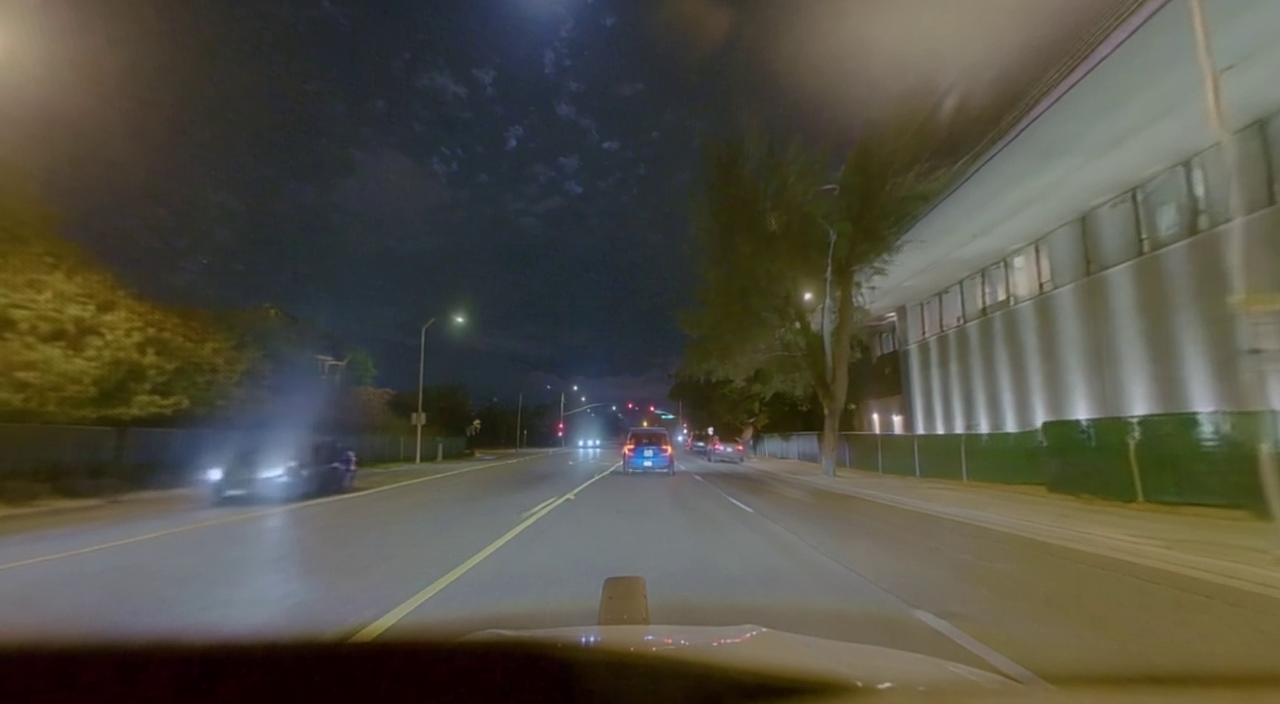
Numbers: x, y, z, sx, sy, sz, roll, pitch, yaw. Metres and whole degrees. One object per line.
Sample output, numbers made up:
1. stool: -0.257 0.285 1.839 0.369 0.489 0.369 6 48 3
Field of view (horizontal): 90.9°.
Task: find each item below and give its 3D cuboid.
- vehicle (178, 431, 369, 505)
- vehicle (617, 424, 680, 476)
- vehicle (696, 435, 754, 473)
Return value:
1. vehicle: -8.643 2.767 15.497 2.028 1.502 4.646 0 -9 -2
2. vehicle: 0.378 4.030 26.015 2.386 1.947 4.168 -1 -9 1
3. vehicle: 4.066 4.960 30.864 2.138 1.699 4.852 0 -9 0
